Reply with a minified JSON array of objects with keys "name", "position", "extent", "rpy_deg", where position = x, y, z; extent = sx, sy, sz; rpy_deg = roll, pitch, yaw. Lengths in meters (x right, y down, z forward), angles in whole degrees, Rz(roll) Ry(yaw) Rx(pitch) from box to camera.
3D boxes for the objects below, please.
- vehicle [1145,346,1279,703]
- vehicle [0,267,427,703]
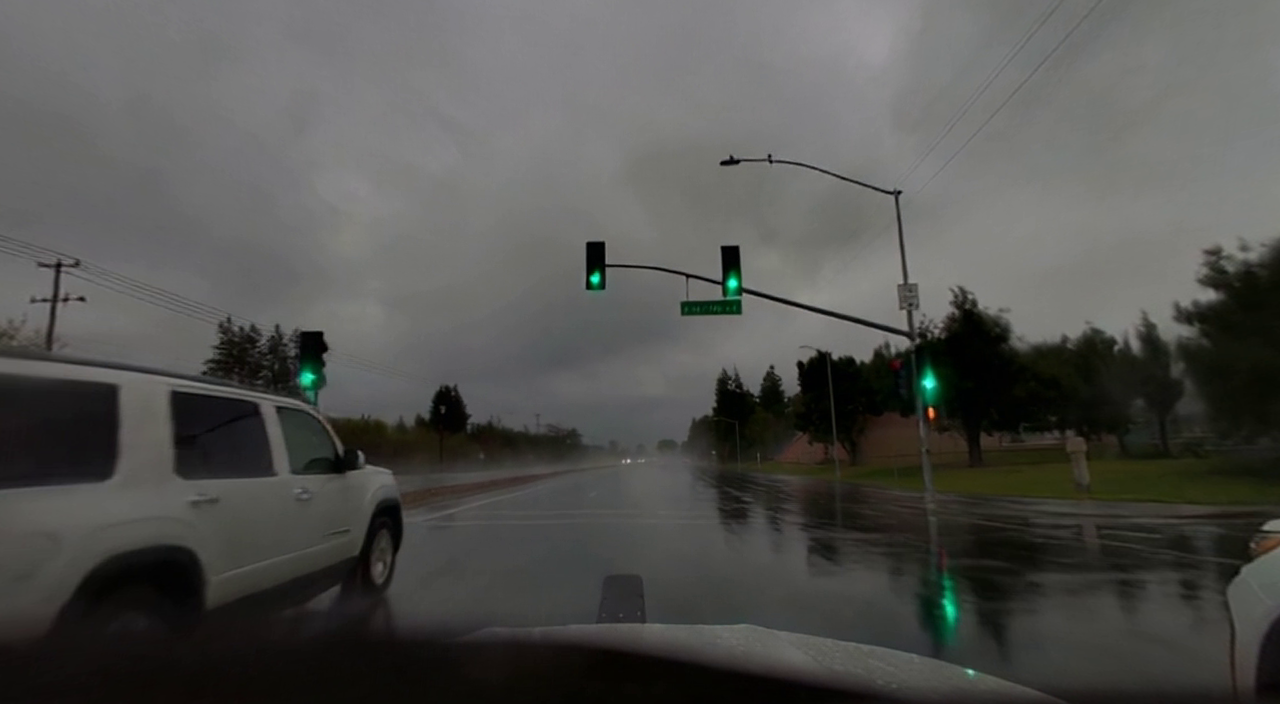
[{"name":"vehicle","position":[3.615,0.598,0.985],"extent":[2.056,1.703,4.305],"rpy_deg":[0,-8,0]},{"name":"vehicle","position":[-3.461,0.959,3.948],"extent":[2.374,1.985,5.391],"rpy_deg":[0,-8,0]}]
